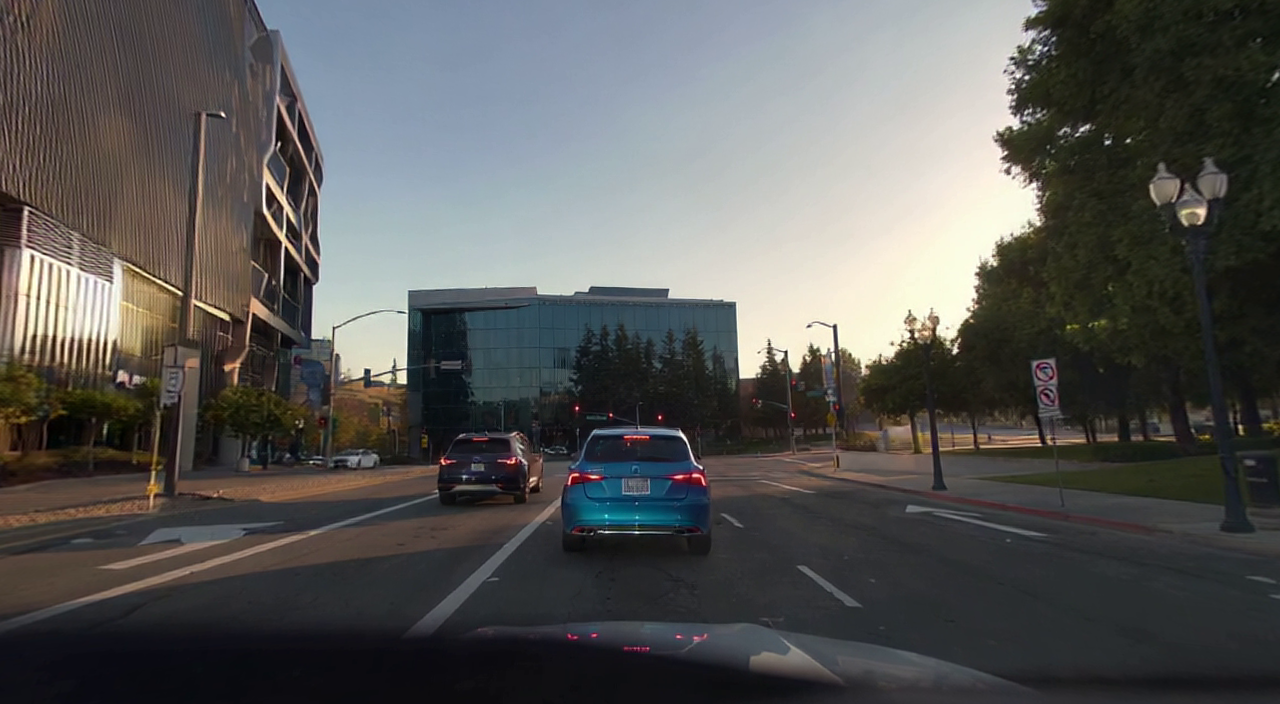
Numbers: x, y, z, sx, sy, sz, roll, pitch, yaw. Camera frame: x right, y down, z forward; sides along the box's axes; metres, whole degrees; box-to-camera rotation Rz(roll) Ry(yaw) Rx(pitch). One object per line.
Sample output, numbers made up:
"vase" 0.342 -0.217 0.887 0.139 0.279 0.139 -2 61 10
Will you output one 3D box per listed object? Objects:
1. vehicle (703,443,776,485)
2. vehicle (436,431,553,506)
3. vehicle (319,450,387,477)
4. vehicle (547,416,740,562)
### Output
"vehicle" 3.731 4.256 24.448 2.082 1.445 4.426 0 -8 0
"vehicle" -3.607 2.979 16.578 2.068 1.678 4.199 0 -8 0
"vehicle" -16.571 6.460 36.781 1.826 1.422 4.490 0 -8 1
"vehicle" 0.023 1.881 9.404 2.207 1.659 4.155 0 -8 0
